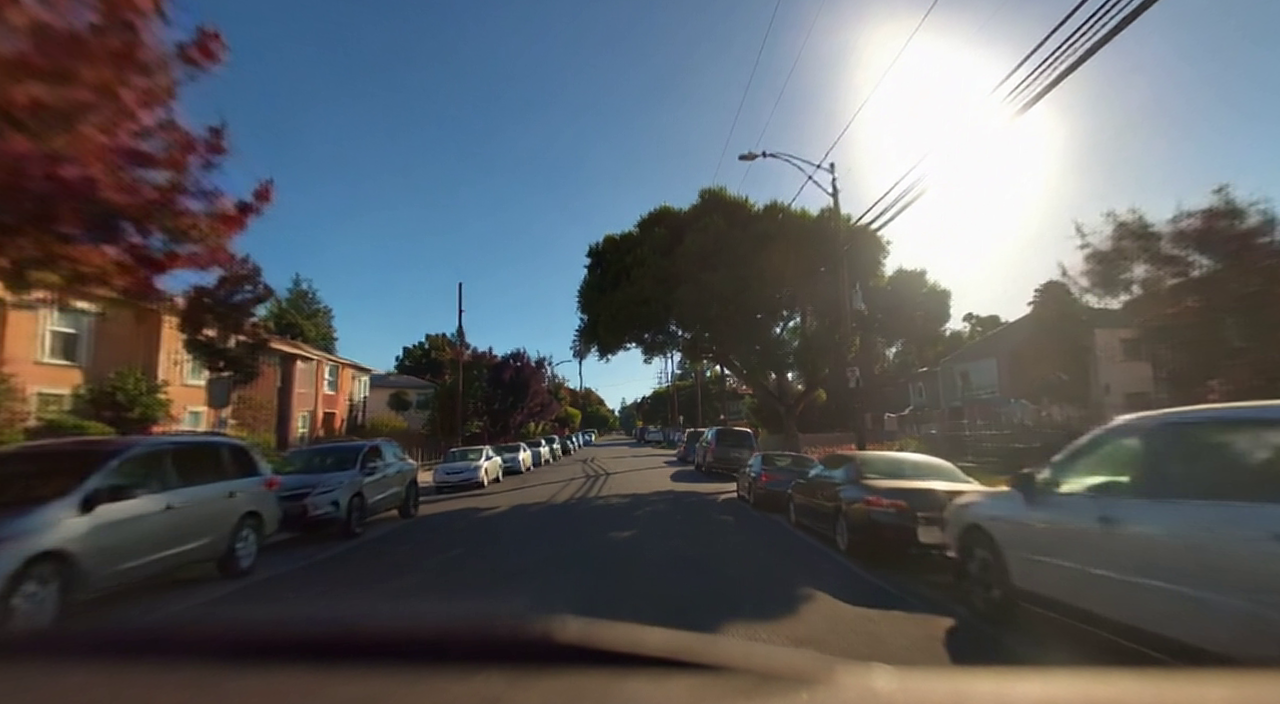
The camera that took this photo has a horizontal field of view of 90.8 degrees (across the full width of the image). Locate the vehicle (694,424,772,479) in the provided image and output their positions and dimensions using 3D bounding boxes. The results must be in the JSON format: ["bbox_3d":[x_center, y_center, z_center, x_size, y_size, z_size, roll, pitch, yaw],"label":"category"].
[{"bbox_3d":[3.450,3.815,24.503,2.107,1.866,5.199,0,-8,-1],"label":"vehicle"}]

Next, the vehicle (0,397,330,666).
[{"bbox_3d":[-5.832,1.629,6.761,2.184,1.958,5.757,0,-8,-1],"label":"vehicle"}]

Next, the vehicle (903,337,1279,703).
[{"bbox_3d":[3.591,0.977,3.453,2.009,1.810,5.045,0,-8,-2],"label":"vehicle"}]

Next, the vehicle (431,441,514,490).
[{"bbox_3d":[-6.233,4.234,24.109,2.002,1.585,5.080,-2,-8,-3],"label":"vehicle"}]

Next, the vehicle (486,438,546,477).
[{"bbox_3d":[-6.151,5.235,31.888,1.924,1.525,4.688,-5,-6,0],"label":"vehicle"}]
